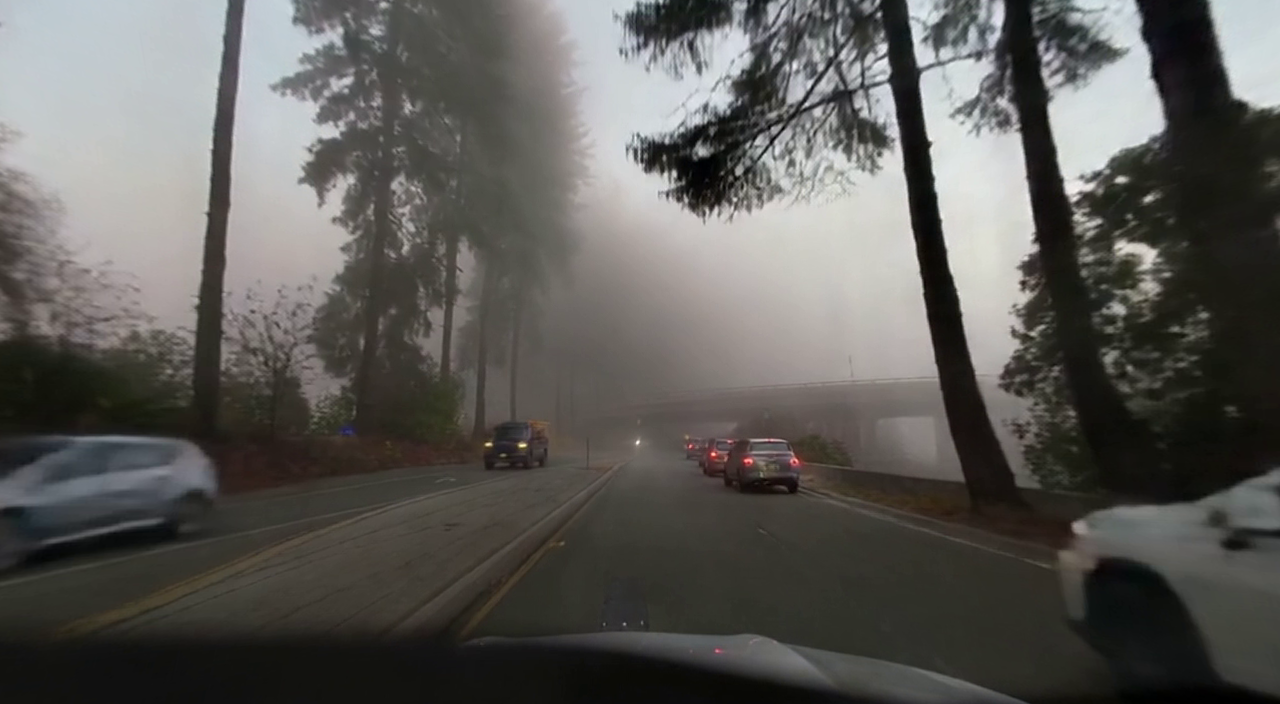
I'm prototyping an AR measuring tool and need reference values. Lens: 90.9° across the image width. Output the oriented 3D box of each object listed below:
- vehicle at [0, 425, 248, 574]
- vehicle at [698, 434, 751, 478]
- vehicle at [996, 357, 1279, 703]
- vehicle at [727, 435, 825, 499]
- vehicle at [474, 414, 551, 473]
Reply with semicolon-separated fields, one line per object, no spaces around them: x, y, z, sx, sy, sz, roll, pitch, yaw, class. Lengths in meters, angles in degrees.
-7.327;1.758;8.122;1.846;1.498;3.886;-1;-8;4;vehicle
3.943;4.928;30.144;1.985;1.895;4.496;0;-8;1;vehicle
3.395;0.833;2.172;1.868;1.694;4.184;0;-8;0;vehicle
3.950;3.406;19.073;1.972;1.682;4.397;0;-8;0;vehicle
-6.005;4.437;30.526;2.273;2.556;5.337;-1;-8;4;vehicle
